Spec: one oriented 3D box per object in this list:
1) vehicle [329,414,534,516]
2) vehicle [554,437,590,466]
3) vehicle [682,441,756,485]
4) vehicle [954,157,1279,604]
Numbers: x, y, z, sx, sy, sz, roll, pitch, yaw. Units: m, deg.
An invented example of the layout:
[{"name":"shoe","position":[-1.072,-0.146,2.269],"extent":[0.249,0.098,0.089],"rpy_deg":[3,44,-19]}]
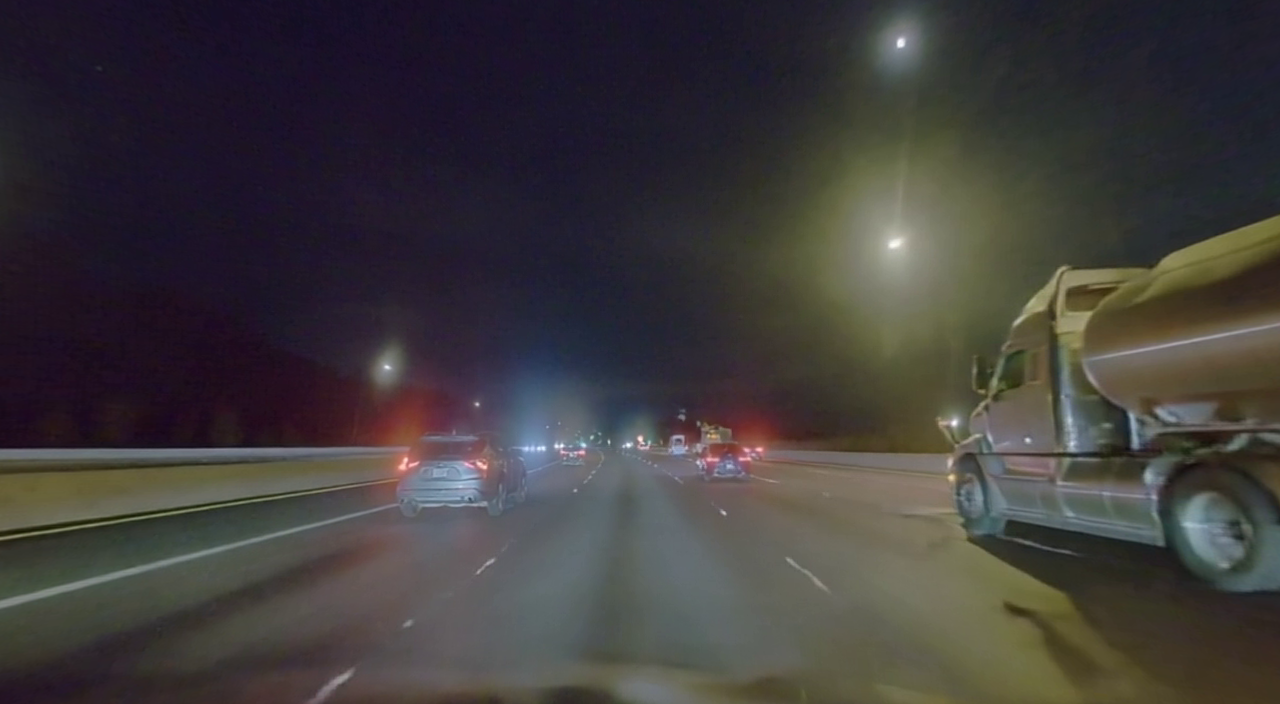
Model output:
[{"name":"vehicle","position":[-4.259,2.477,14.381],"extent":[2.684,1.839,5.803],"rpy_deg":[0,-8,0]},{"name":"vehicle","position":[-4.504,6.674,42.451],"extent":[2.149,1.843,4.348],"rpy_deg":[0,-8,-3]},{"name":"vehicle","position":[2.915,4.191,24.234],"extent":[2.053,1.510,4.400],"rpy_deg":[0,-8,-3]},{"name":"vehicle","position":[7.316,0.171,4.921],"extent":[3.548,3.827,11.870],"rpy_deg":[0,-8,0]}]
